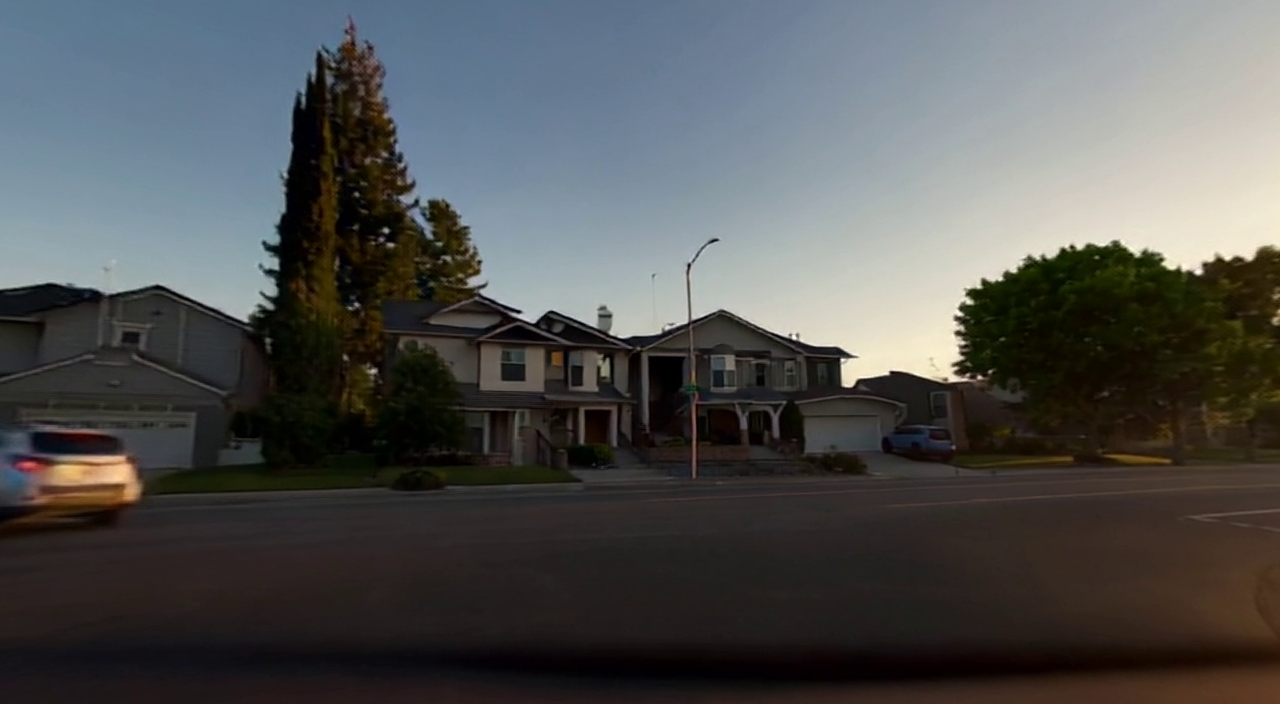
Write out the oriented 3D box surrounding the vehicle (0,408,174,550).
[{"bbox_3d":[-9.304,1.770,9.225,4.210,1.695,2.145,-4,-9,25],"label":"vehicle"}]
